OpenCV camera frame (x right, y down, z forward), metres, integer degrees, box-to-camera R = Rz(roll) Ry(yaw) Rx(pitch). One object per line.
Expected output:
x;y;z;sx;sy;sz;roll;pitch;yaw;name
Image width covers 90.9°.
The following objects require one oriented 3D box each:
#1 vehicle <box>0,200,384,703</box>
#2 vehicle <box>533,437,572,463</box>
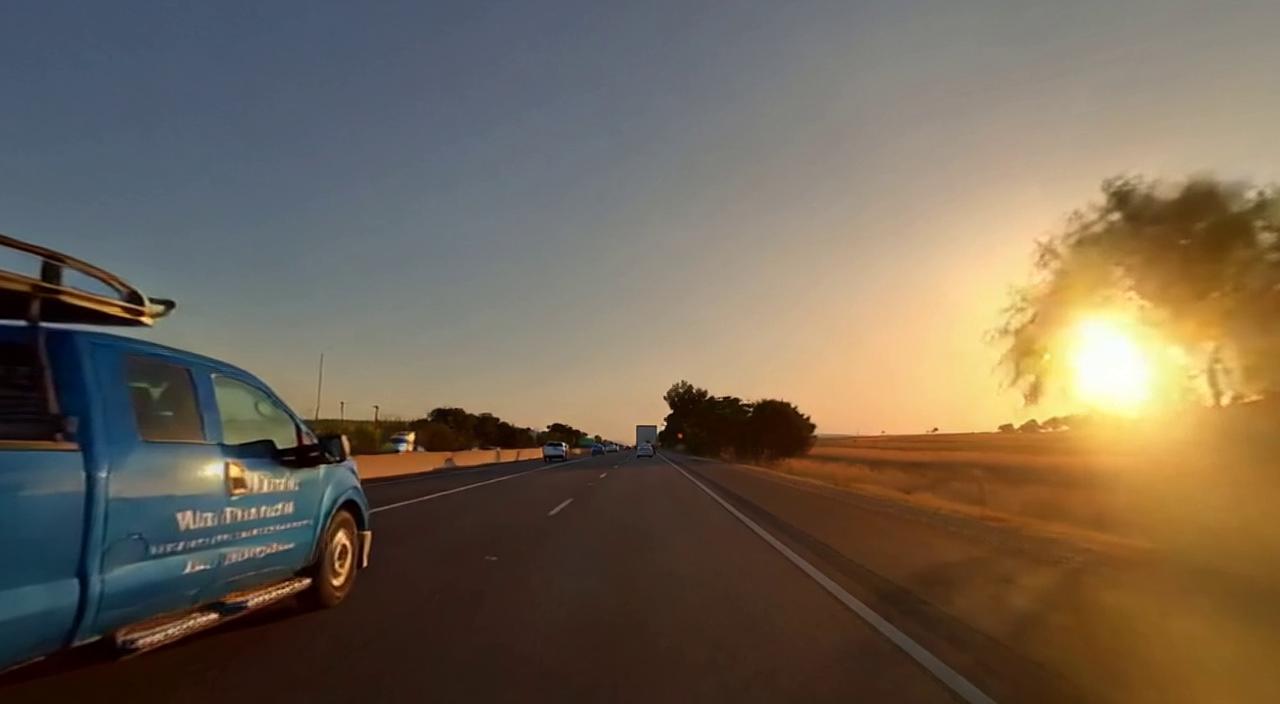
-3.786;0.613;2.362;2.791;2.330;6.725;0;-8;0;vehicle
-6.769;7.629;49.258;2.193;1.866;4.807;0;-8;1;vehicle
